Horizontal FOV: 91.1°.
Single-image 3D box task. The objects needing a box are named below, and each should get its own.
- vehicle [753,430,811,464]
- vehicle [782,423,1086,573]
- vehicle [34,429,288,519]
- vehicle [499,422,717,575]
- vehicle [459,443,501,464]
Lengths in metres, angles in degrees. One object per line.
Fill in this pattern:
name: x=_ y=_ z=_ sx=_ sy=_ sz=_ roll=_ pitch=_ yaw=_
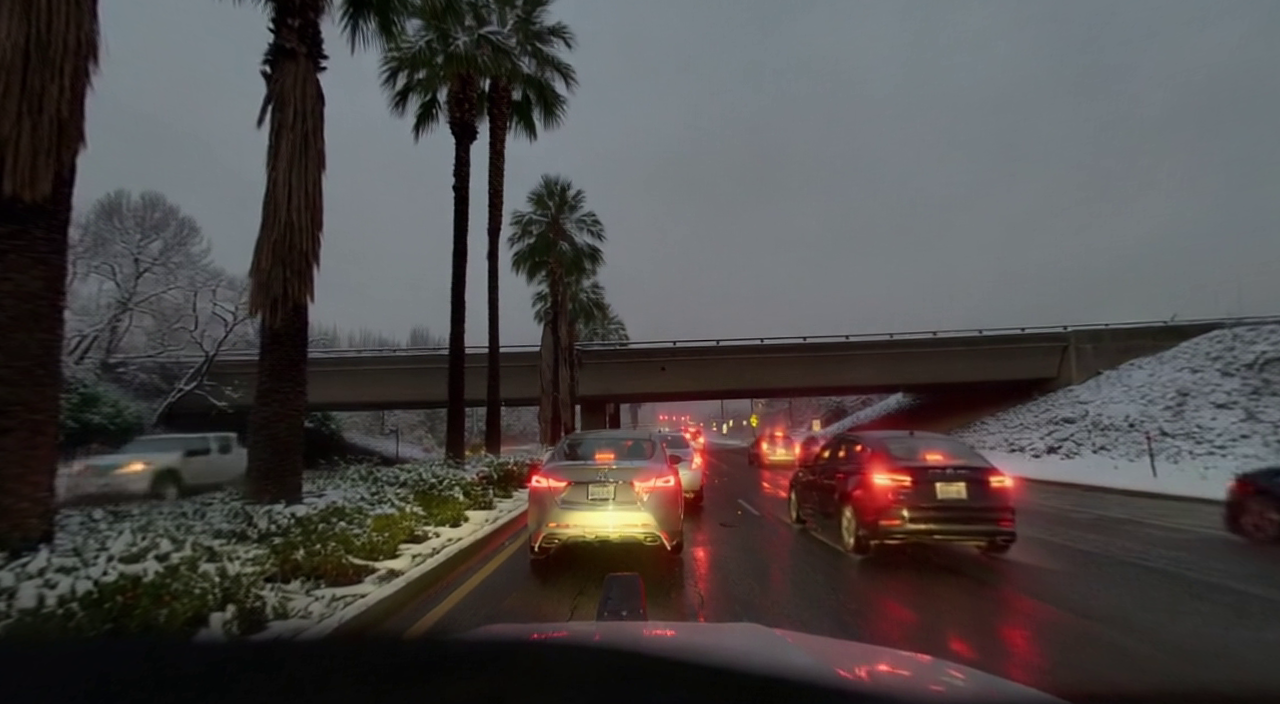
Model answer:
vehicle: x=8.088 y=5.494 z=36.275 sx=2.242 sy=1.817 sz=4.837 roll=0 pitch=-9 yaw=0
vehicle: x=3.562 y=1.858 z=8.907 sx=2.034 sy=1.517 sz=4.840 roll=0 pitch=-9 yaw=1
vehicle: x=-12.582 y=3.219 z=17.250 sx=2.386 sy=1.943 sz=5.700 roll=-3 pitch=-9 yaw=2
vehicle: x=-0.261 y=1.760 z=8.319 sx=2.172 sy=1.506 sz=4.018 roll=0 pitch=-9 yaw=2
vehicle: x=-12.302 y=7.808 z=48.529 sx=1.933 sy=1.486 sz=4.449 roll=0 pitch=-8 yaw=1
